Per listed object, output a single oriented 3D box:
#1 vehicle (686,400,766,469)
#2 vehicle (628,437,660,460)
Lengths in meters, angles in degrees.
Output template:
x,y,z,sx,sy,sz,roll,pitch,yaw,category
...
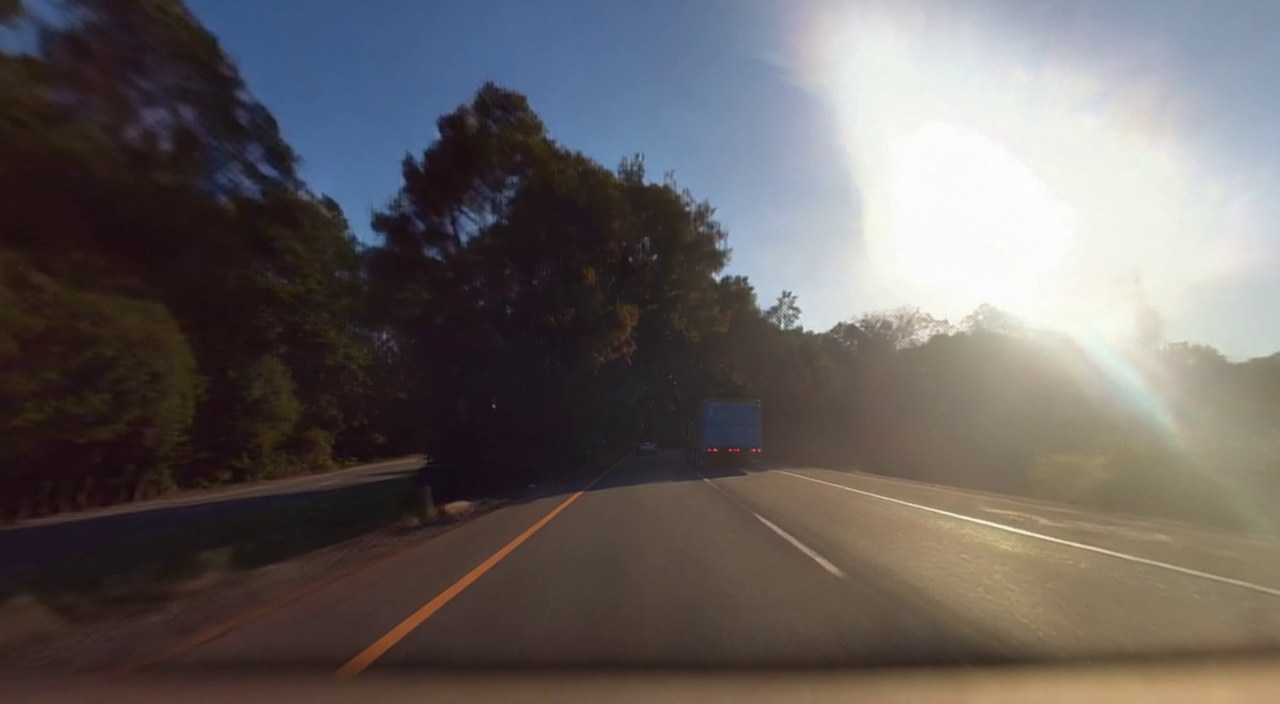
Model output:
x,y,z,sx,sy,sz,roll,pitch,yaw,category
4.337,4.473,33.555,3.015,3.211,7.982,0,-8,-1,vehicle
0.291,6.781,44.235,2.170,1.544,4.373,0,-8,0,vehicle
